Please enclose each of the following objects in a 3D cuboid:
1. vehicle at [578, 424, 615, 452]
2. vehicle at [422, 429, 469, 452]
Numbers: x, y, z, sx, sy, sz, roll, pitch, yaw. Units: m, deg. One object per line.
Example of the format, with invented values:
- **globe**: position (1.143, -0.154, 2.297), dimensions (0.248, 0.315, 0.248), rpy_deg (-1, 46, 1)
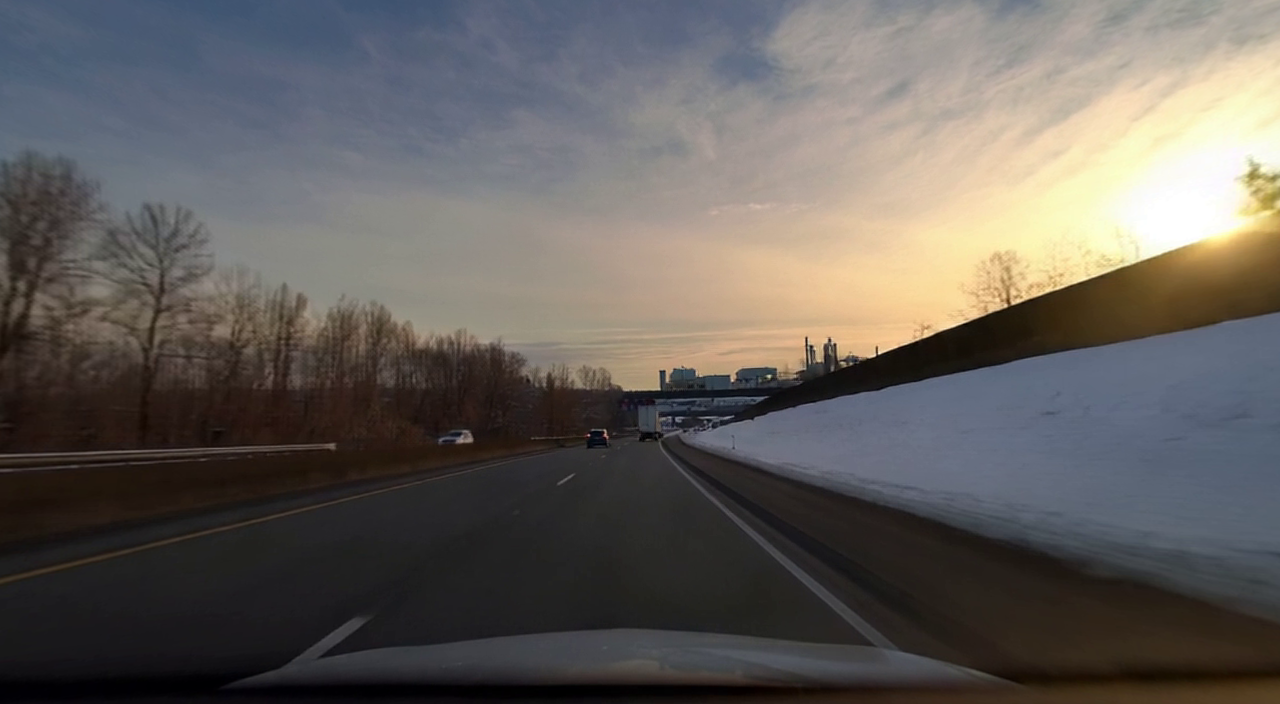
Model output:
- **vehicle**: position (-2.724, 5.485, 40.193), dimensions (2.018, 1.678, 4.312), rpy_deg (0, -8, 1)
- **vehicle**: position (-13.654, 6.235, 44.446), dimensions (1.904, 1.578, 4.194), rpy_deg (0, -7, 1)
